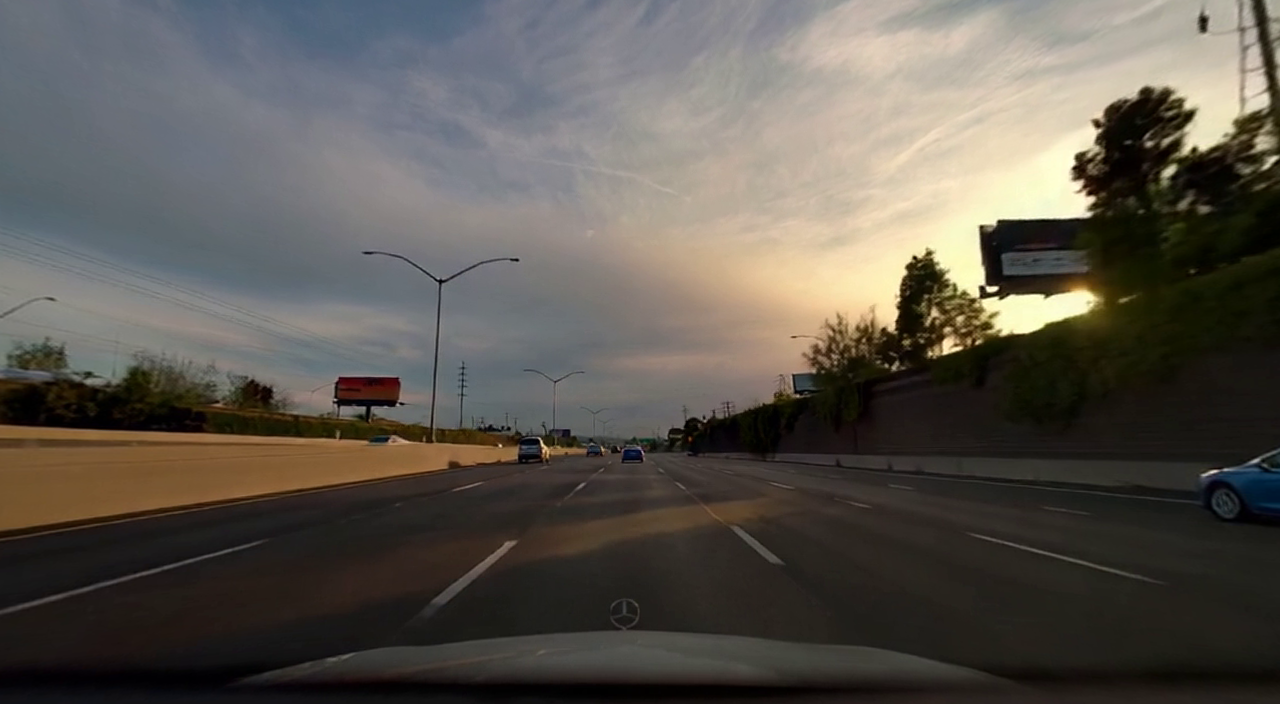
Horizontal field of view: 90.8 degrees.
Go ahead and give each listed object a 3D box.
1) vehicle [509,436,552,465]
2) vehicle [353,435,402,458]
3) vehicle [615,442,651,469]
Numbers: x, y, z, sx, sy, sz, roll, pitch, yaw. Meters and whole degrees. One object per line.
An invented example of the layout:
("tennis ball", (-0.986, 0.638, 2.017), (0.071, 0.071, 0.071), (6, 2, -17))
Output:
("vehicle", (-7.605, 6.910, 44.531), (2.177, 1.929, 4.706), (0, -8, 0))
("vehicle", (-17.683, 6.376, 42.705), (1.658, 1.467, 3.636), (0, -8, 1))
("vehicle", (-0.462, 6.347, 38.952), (2.074, 1.574, 3.971), (0, -8, -2))
